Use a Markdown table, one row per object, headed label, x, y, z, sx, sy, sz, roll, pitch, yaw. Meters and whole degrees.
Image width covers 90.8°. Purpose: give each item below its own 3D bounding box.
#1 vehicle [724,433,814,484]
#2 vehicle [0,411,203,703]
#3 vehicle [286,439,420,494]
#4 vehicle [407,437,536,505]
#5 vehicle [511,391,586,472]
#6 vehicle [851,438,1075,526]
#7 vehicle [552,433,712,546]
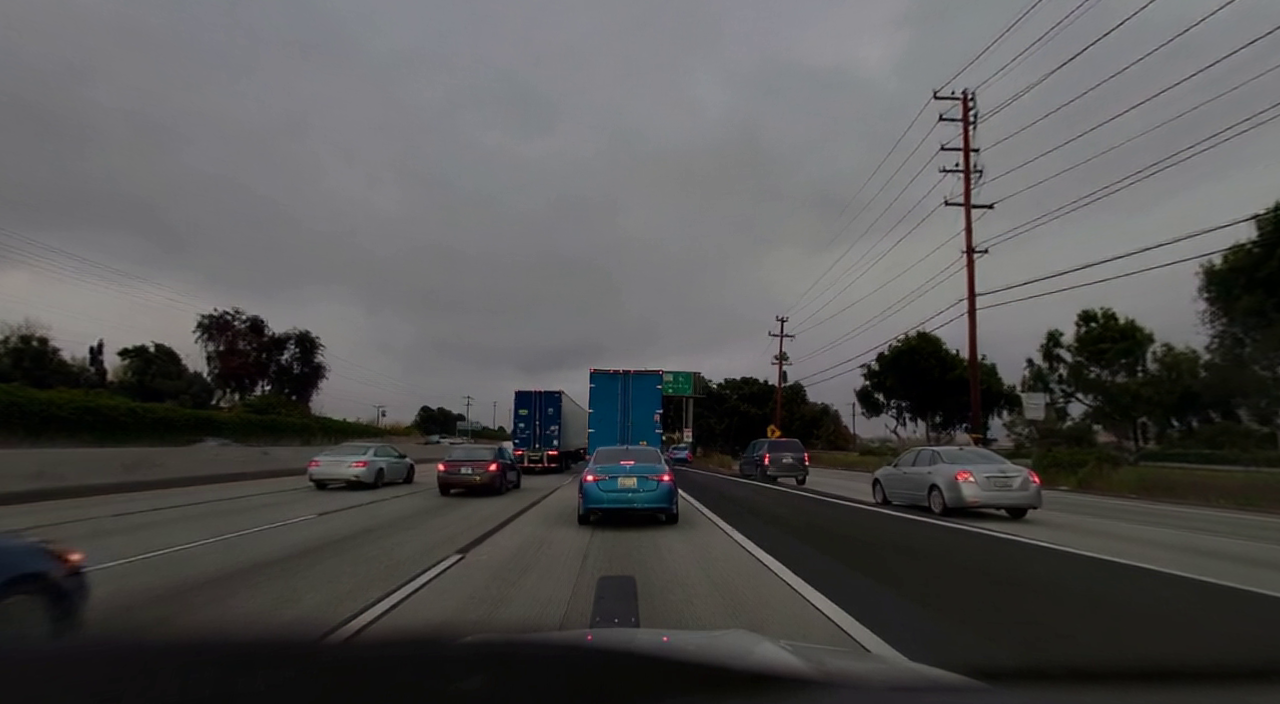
| label | x | y | z | sx | sy | sz | roll | pitch | yaw |
| --- | --- | --- | --- | --- | --- | --- | --- | --- | --- |
| vehicle | 4.588 | 3.851 | 23.124 | 2.023 | 1.676 | 4.002 | 1 | -9 | -6 |
| vehicle | -3.819 | 0.786 | 1.435 | 1.960 | 1.450 | 5.246 | 0 | -9 | -1 |
| vehicle | -8.525 | 3.437 | 19.334 | 2.008 | 1.454 | 4.693 | 0 | -9 | -2 |
| vehicle | -4.119 | 3.006 | 16.451 | 2.090 | 1.463 | 4.968 | 0 | -9 | -1 |
| vehicle | -5.648 | 5.617 | 42.709 | 3.150 | 4.298 | 17.928 | 0 | -9 | -2 |
| vehicle | 6.015 | 2.443 | 12.469 | 1.878 | 1.406 | 4.164 | 1 | -9 | -6 |
| vehicle | -0.212 | 2.129 | 10.422 | 2.112 | 1.463 | 4.012 | 0 | -9 | -3 |
